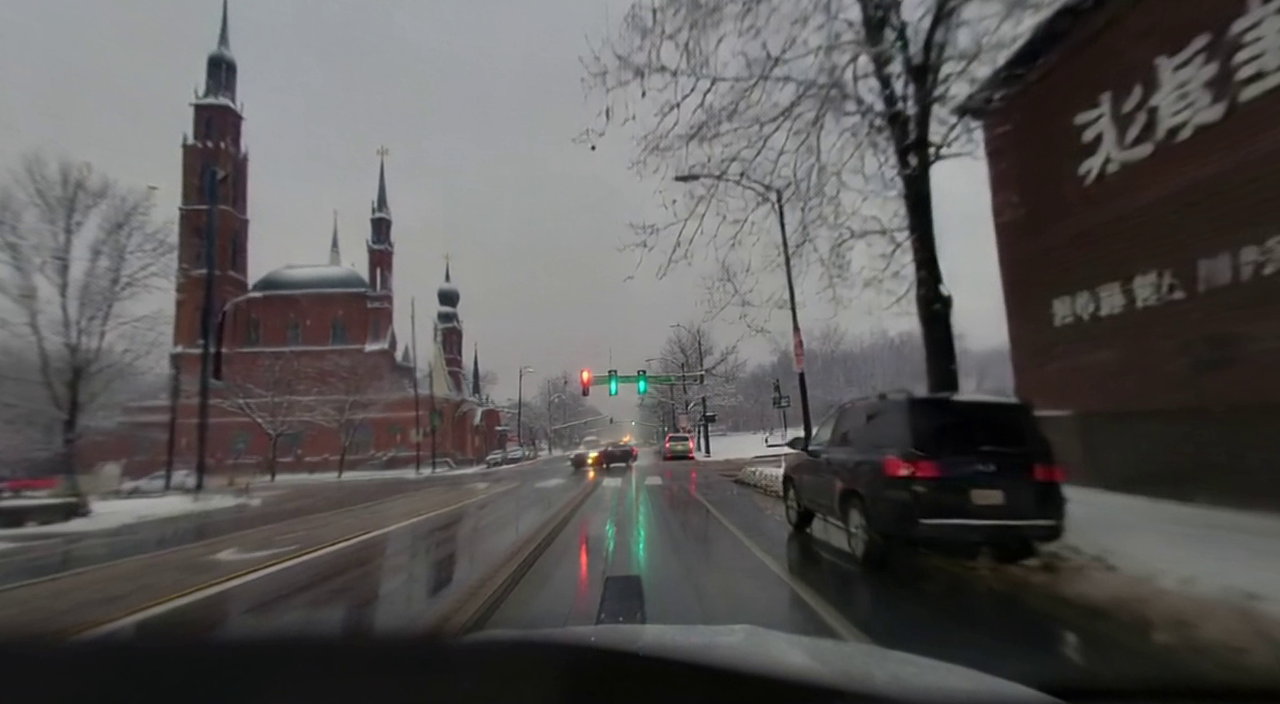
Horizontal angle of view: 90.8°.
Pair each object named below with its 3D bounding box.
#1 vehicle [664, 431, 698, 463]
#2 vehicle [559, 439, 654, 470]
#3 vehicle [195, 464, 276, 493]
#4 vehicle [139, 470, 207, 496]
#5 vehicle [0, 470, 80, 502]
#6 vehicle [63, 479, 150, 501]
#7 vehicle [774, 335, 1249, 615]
[{"bbox_3d":[2.730,6.397,42.746,2.074,2.041,5.045,0,-8,1],"label":"vehicle"},{"bbox_3d":[-1.642,5.149,31.972,4.620,1.476,1.881,7,-11,-40],"label":"vehicle"},{"bbox_3d":[-28.834,9.005,45.125,4.439,1.661,2.071,-2,-5,-4],"label":"vehicle"},{"bbox_3d":[-33.475,9.365,45.314,3.529,1.661,1.695,0,-6,0],"label":"vehicle"},{"bbox_3d":[-43.525,9.622,45.439,4.483,2.156,1.967,0,-9,0],"label":"vehicle"},{"bbox_3d":[-37.941,9.807,45.002,4.533,1.449,1.771,0,-9,-2],"label":"vehicle"},{"bbox_3d":[3.315,1.288,7.521,2.269,2.046,5.649,0,-8,1],"label":"vehicle"}]
